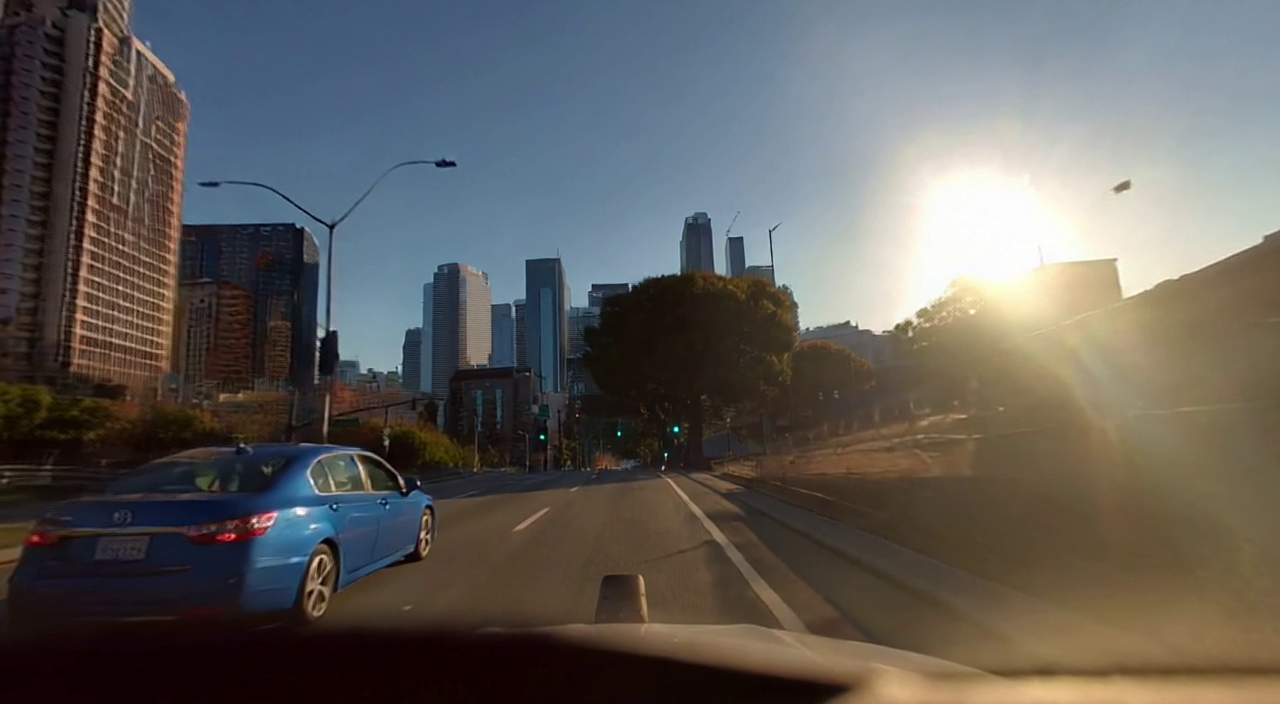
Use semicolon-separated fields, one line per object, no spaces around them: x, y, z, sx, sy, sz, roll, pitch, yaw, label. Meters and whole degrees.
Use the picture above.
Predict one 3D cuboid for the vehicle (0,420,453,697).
-3.338;1.435;5.611;2.041;1.470;4.290;0;-9;0;vehicle
